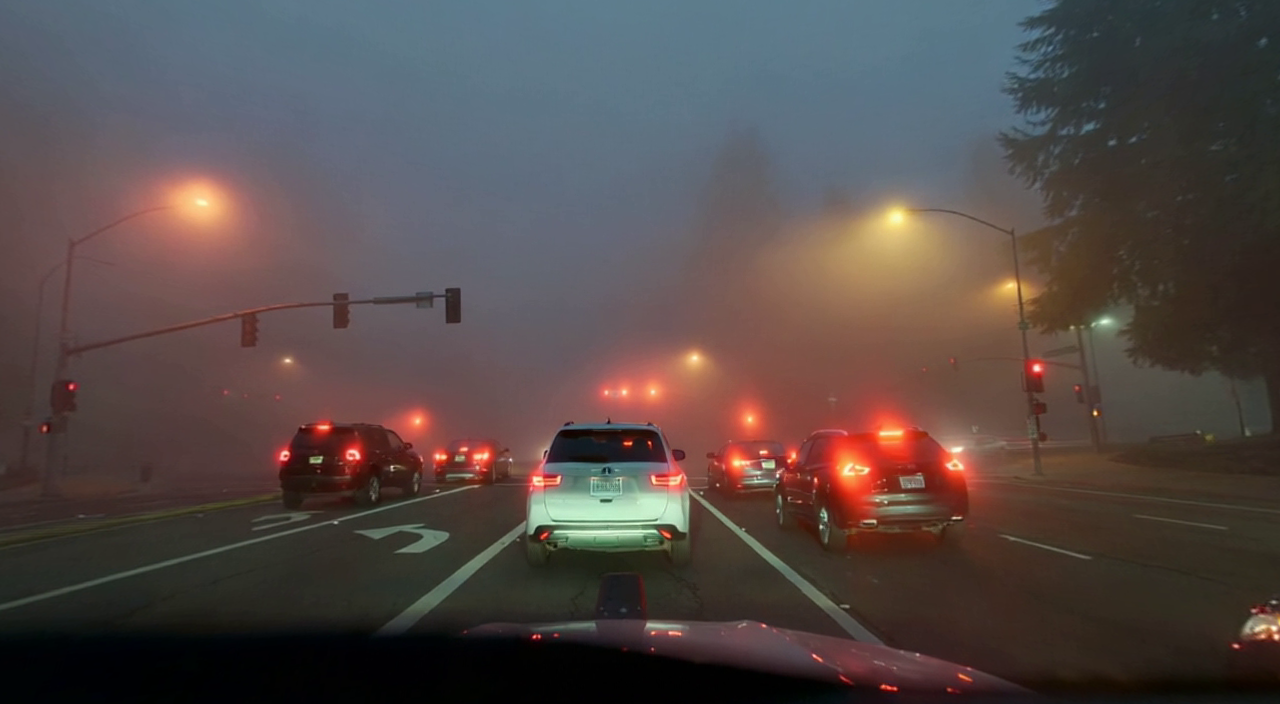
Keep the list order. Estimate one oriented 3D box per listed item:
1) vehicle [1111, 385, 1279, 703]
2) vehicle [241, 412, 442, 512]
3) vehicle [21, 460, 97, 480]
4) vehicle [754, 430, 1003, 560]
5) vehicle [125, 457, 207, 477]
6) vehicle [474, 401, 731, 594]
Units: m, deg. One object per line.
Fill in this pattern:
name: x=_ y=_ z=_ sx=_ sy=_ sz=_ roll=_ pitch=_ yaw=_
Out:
vehicle: x=3.309 y=0.672 z=0.840 sx=1.980 sy=1.515 sz=4.362 roll=0 pitch=-8 yaw=1
vehicle: x=-6.721 y=2.556 z=15.015 sx=2.214 sy=1.953 sz=5.017 roll=0 pitch=-8 yaw=1
vehicle: x=-45.672 y=9.269 z=49.396 sx=4.232 sy=1.498 sz=1.791 roll=0 pitch=-8 yaw=1
vehicle: x=3.154 y=1.977 z=9.500 sx=1.971 sy=1.473 sz=4.495 roll=0 pitch=-8 yaw=0
vehicle: x=-37.338 y=9.052 z=49.472 sx=4.914 sy=1.487 sz=1.850 roll=0 pitch=-8 yaw=0
vehicle: x=-0.321 y=1.585 z=7.642 sx=2.256 sy=1.694 sz=4.055 roll=0 pitch=-8 yaw=0
